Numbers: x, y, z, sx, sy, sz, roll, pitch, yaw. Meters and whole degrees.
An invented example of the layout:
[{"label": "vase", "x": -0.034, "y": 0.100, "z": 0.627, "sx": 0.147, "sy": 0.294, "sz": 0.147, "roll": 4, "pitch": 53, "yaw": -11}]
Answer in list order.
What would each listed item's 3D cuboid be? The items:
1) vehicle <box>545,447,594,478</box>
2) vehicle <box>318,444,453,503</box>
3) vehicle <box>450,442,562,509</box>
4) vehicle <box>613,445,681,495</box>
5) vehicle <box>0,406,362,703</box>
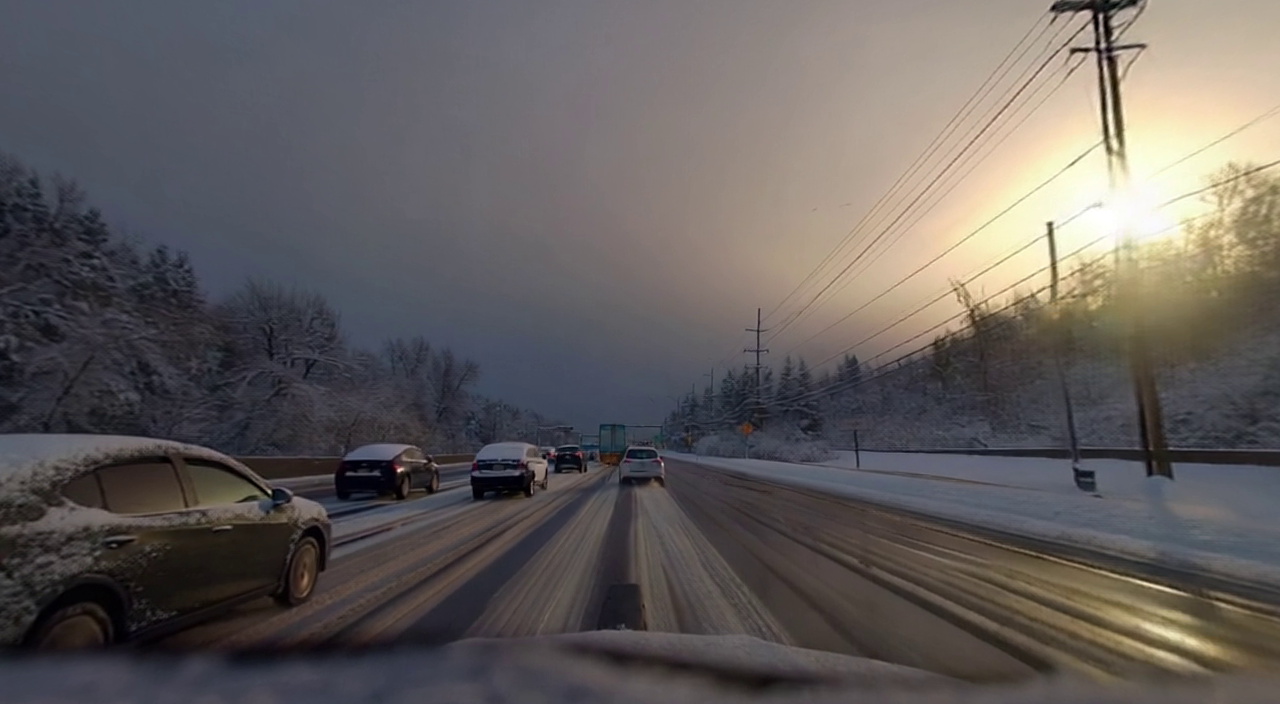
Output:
[{"label": "vehicle", "x": -3.496, "y": 5.562, "z": 32.041, "sx": 2.013, "sy": 1.437, "sz": 3.801, "roll": 0, "pitch": -9, "yaw": 0}, {"label": "vehicle", "x": -7.046, "y": 3.389, "z": 18.065, "sx": 1.867, "sy": 1.445, "sz": 4.499, "roll": 0, "pitch": -9, "yaw": 2}, {"label": "vehicle", "x": -3.254, "y": 3.078, "z": 16.188, "sx": 1.912, "sy": 1.464, "sz": 4.115, "roll": 0, "pitch": -9, "yaw": 1}, {"label": "vehicle", "x": 0.180, "y": 3.873, "z": 21.186, "sx": 2.018, "sy": 1.470, "sz": 4.491, "roll": 0, "pitch": -9, "yaw": -1}, {"label": "vehicle", "x": -3.645, "y": 1.163, "z": 3.823, "sx": 1.883, "sy": 1.500, "sz": 4.373, "roll": 0, "pitch": -9, "yaw": 1}]
